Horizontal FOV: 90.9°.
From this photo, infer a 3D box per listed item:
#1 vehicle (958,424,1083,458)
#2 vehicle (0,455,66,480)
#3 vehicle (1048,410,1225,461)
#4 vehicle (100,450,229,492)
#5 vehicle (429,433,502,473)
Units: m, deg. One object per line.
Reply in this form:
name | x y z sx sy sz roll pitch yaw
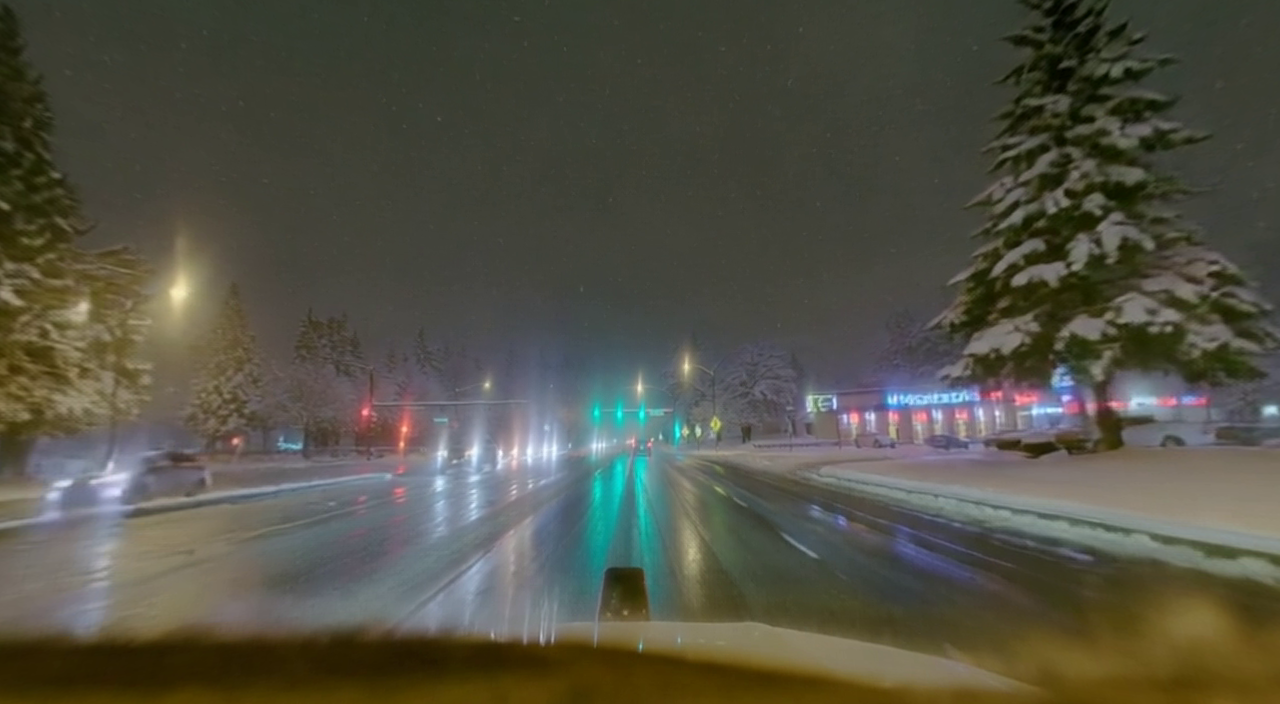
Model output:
vehicle | 16.872 3.971 28.137 1.796 1.351 4.358 5 -10 -36
vehicle | -39.327 7.227 39.623 4.461 1.443 1.901 0 -8 -1
vehicle | 17.393 2.943 22.261 4.498 1.671 1.887 -1 -8 3
vehicle | -20.055 5.003 26.899 1.942 1.483 4.597 -1 -8 0
vehicle | -7.858 4.573 28.965 2.231 1.650 5.052 0 -8 -4
